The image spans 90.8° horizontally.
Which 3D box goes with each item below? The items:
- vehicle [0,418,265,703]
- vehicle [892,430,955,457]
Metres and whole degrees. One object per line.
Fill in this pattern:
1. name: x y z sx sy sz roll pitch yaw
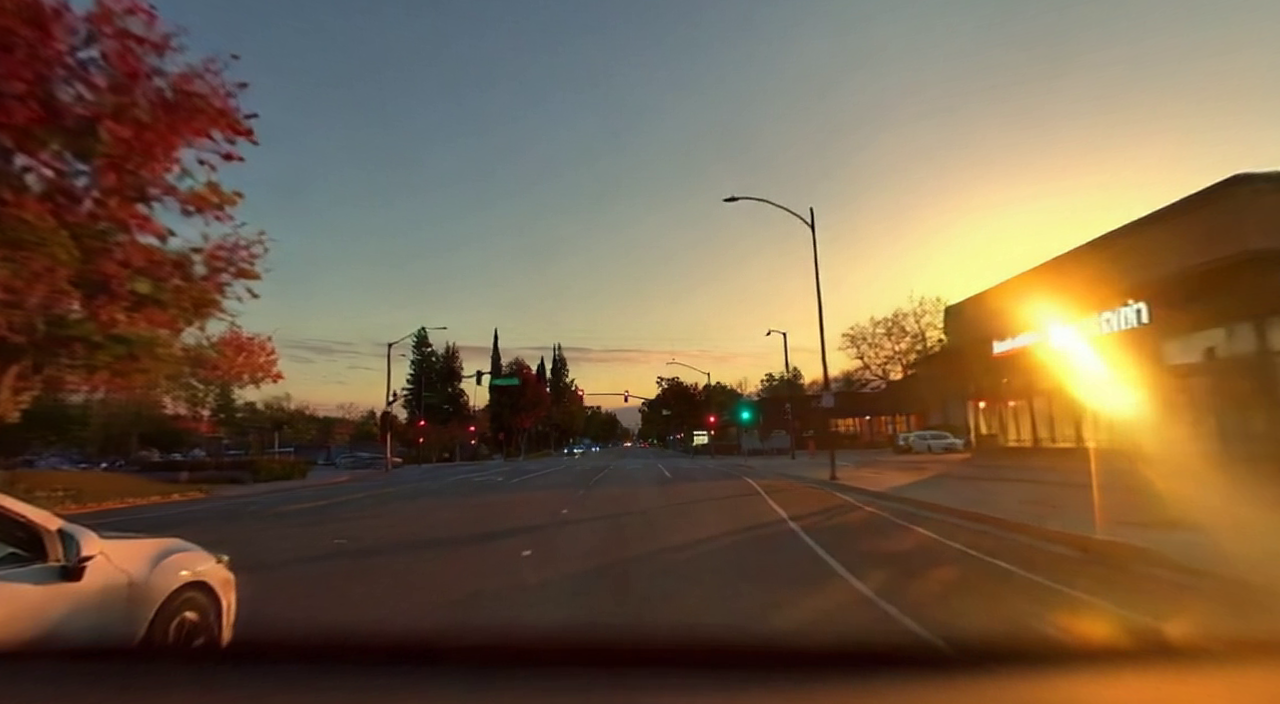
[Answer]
1. vehicle: -2.976 0.798 1.064 1.874 1.424 4.553 -1 -8 0
2. vehicle: 18.538 6.031 41.586 1.879 1.643 4.484 0 -8 -3
